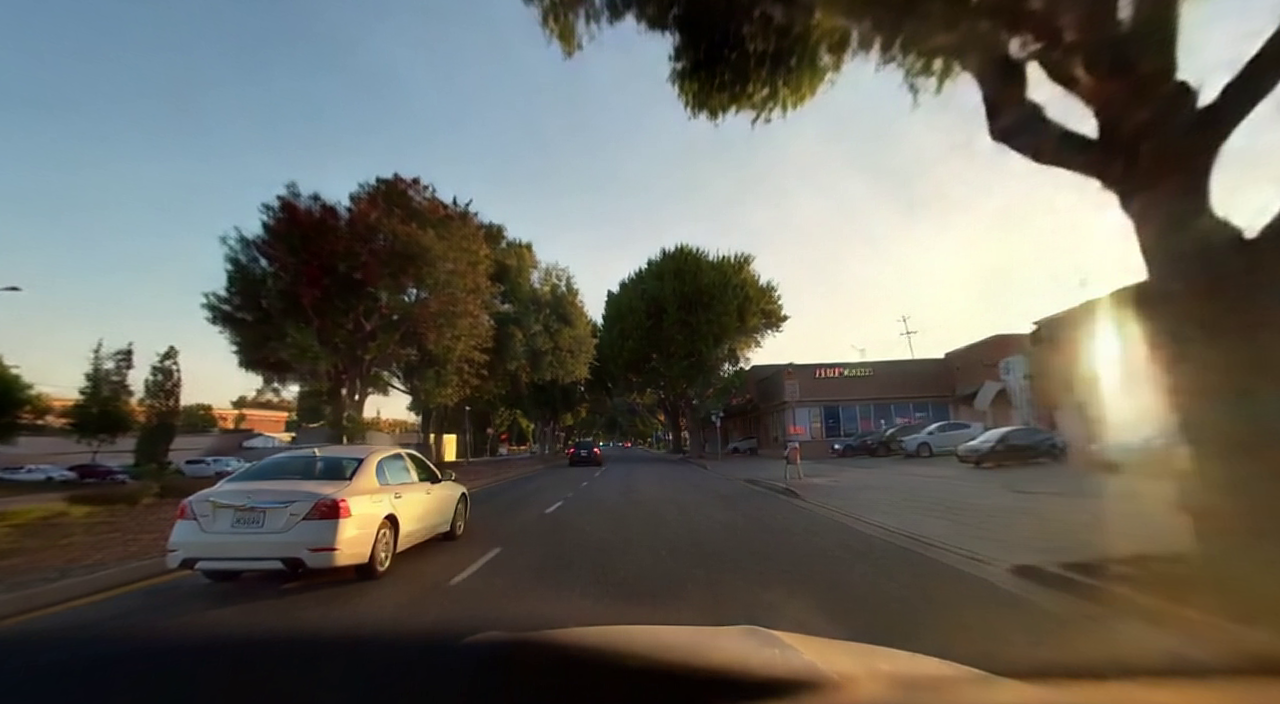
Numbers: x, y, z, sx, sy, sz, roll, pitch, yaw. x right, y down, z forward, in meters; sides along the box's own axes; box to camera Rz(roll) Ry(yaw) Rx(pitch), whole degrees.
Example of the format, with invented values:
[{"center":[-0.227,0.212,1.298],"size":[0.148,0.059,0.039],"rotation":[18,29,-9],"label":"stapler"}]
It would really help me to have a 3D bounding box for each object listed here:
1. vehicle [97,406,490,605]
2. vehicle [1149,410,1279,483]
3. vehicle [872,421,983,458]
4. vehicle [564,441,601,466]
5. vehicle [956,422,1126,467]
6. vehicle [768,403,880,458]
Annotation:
[{"center":[-3.466,1.636,7.662],"size":[2.126,1.655,4.560],"rotation":[0,-9,1],"label":"vehicle"},{"center":[13.603,1.989,13.376],"size":[4.161,1.410,1.744],"rotation":[0,-9,-3],"label":"vehicle"},{"center":[13.327,4.099,29.482],"size":[4.165,1.650,1.946],"rotation":[0,-9,-2],"label":"vehicle"},{"center":[-3.526,6.318,39.360],"size":[1.955,1.461,4.396],"rotation":[0,-9,-1],"label":"vehicle"},{"center":[13.452,3.136,21.388],"size":[4.470,1.427,1.872],"rotation":[0,-9,-2],"label":"vehicle"},{"center":[12.274,5.301,42.570],"size":[6.427,3.417,2.845],"rotation":[-2,-8,-2],"label":"vehicle"}]
